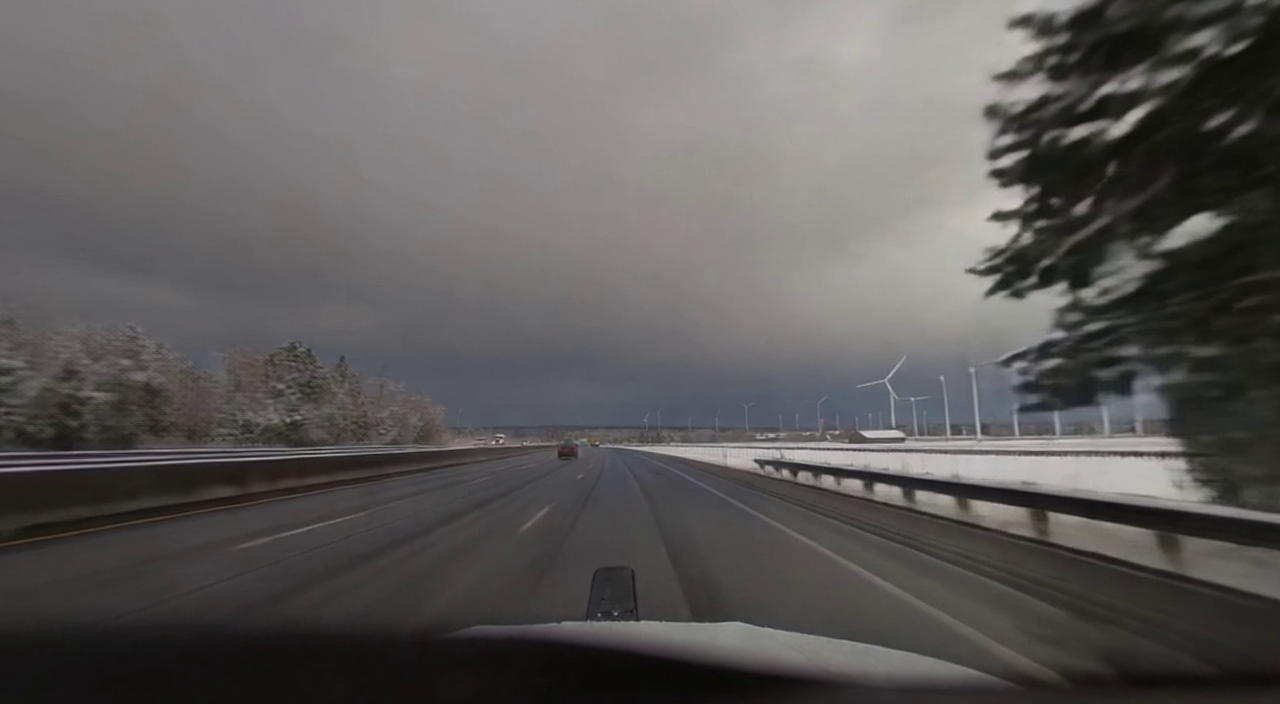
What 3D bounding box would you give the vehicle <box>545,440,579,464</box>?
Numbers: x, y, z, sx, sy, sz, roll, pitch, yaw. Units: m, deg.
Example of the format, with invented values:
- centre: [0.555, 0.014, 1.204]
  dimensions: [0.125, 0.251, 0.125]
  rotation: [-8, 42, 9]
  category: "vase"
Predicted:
- centre: [-5.305, 6.873, 43.373]
  dimensions: [2.053, 1.549, 4.097]
  rotation: [0, -8, -3]
  category: "vehicle"
